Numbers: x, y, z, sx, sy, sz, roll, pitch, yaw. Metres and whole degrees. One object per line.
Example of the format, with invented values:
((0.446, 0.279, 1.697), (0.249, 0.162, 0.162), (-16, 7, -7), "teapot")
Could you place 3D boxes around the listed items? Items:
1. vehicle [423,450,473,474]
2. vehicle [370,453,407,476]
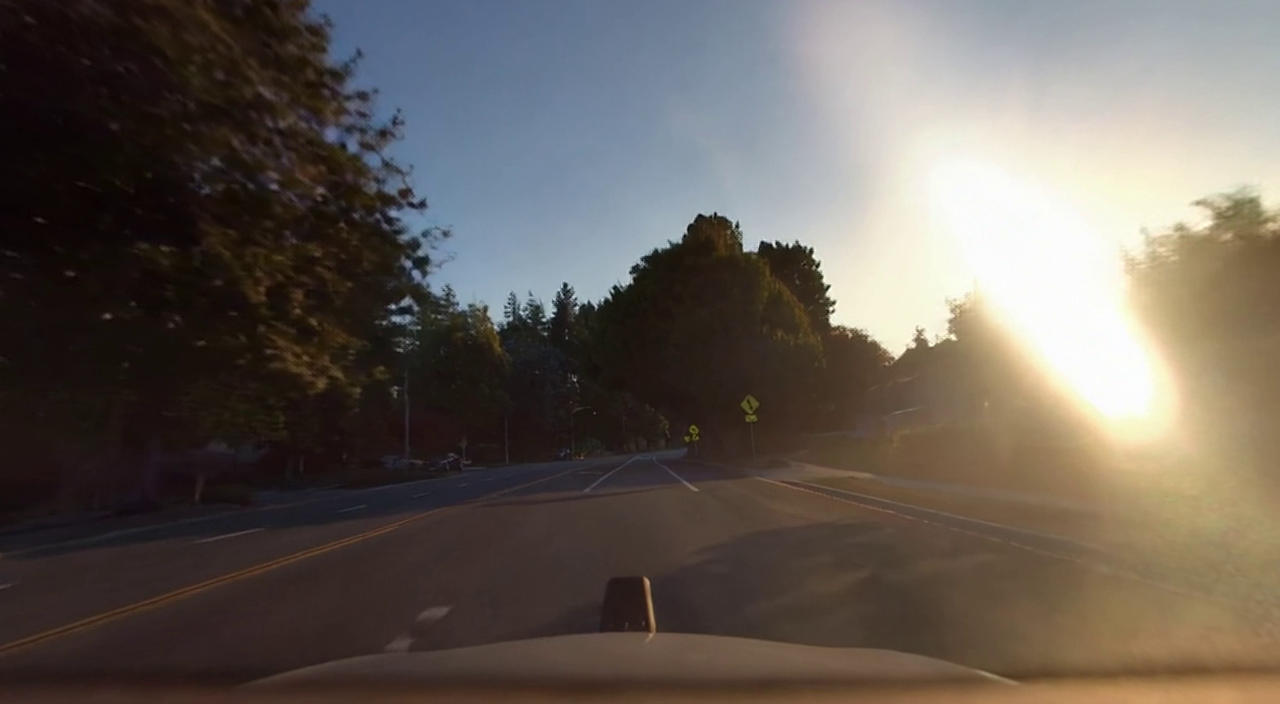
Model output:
((-14.012, 8.059, 46.293), (2.199, 1.592, 4.492), (-1, -8, 1), "vehicle")
((-19.039, 8.513, 47.834), (2.012, 1.572, 3.830), (1, -8, -13), "vehicle")
